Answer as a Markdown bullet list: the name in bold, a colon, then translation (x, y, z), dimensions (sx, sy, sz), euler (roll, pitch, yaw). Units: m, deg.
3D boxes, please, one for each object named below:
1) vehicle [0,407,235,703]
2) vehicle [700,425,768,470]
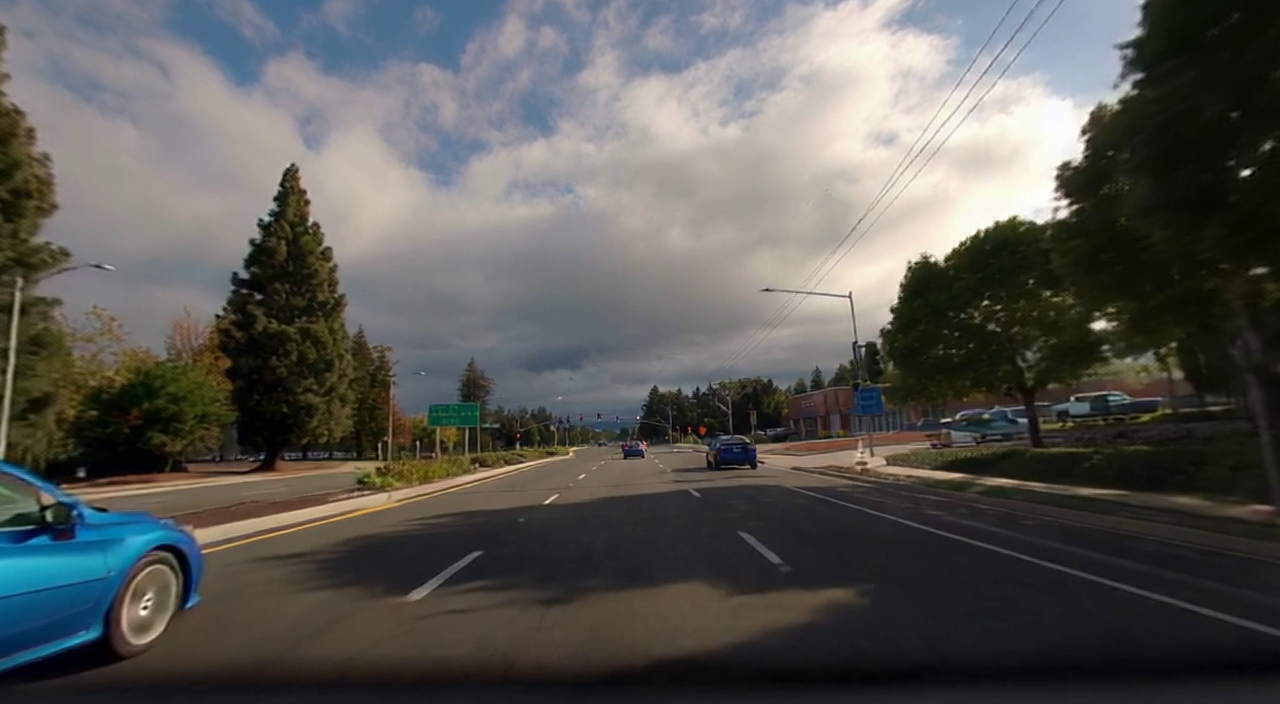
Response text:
- **vehicle**: translation (-3.908, 0.915, 2.295), dimensions (2.017, 1.470, 4.293), euler (0, -8, 0)
- **vehicle**: translation (4.545, 4.756, 31.538), dimensions (2.476, 2.016, 5.586), euler (0, -8, -1)
